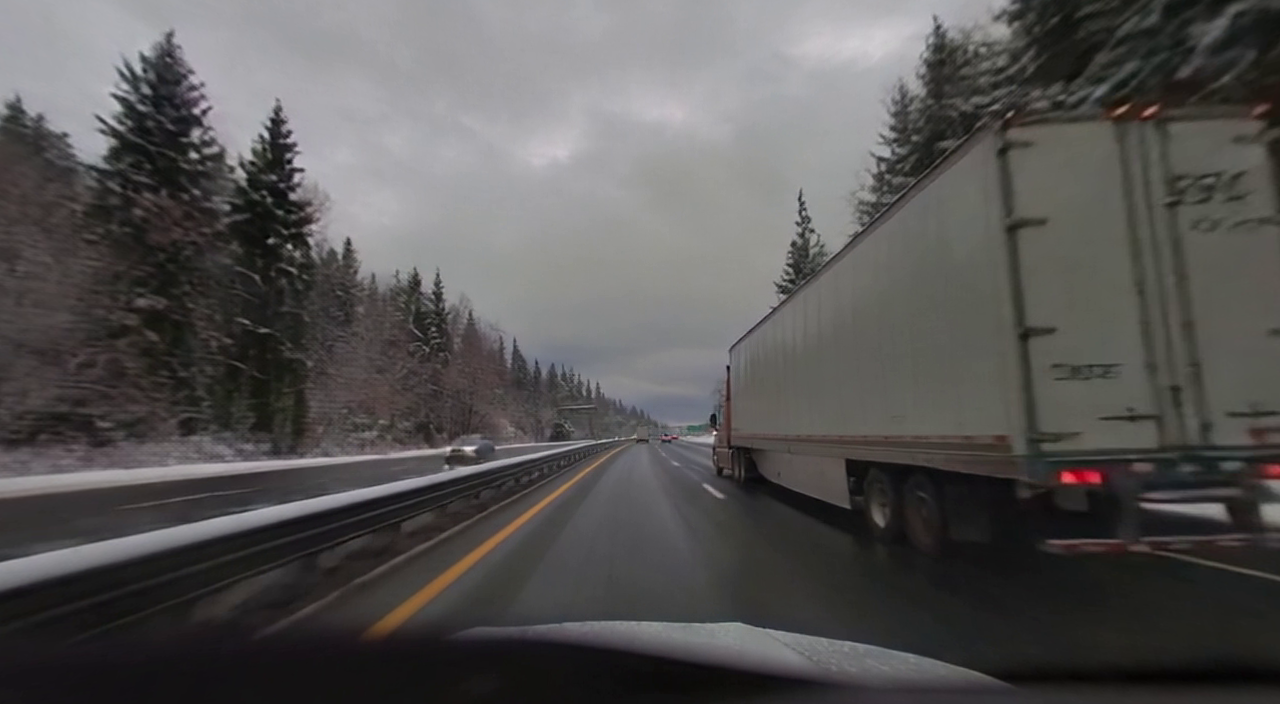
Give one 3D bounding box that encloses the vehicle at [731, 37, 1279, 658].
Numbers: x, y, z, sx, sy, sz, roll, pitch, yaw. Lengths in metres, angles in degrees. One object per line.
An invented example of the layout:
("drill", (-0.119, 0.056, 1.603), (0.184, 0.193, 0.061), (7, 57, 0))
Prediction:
("vehicle", (4.260, 0.753, 10.989), (2.951, 4.007, 13.976), (0, -7, -1))
